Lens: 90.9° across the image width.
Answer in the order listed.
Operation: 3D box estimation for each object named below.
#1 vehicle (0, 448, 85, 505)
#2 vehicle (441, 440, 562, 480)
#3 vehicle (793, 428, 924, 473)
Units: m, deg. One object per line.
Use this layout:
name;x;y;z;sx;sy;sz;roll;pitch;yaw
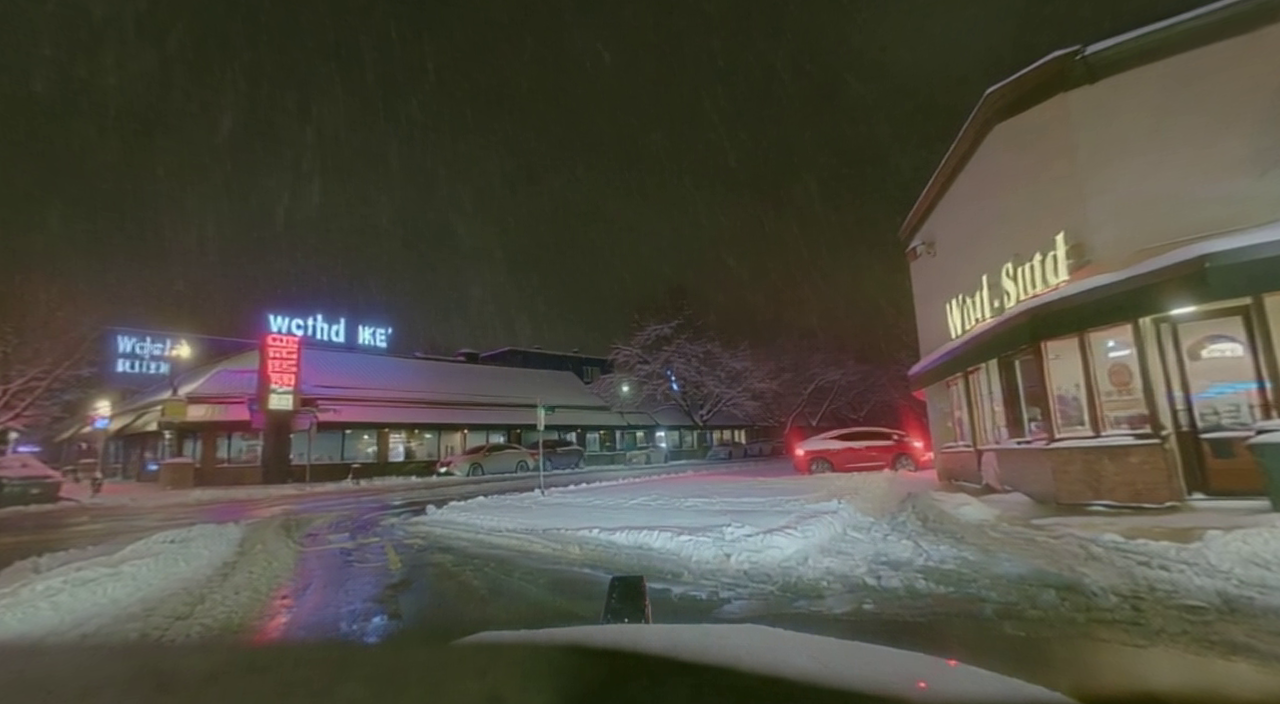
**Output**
vehicle;-23.938;4.803;24.714;4.748;2.013;2.150;-7;-11;36
vehicle;-6.028;4.706;27.598;4.814;1.618;1.869;-2;-9;15
vehicle;8.925;4.034;25.834;4.706;1.663;1.993;-5;-10;29
